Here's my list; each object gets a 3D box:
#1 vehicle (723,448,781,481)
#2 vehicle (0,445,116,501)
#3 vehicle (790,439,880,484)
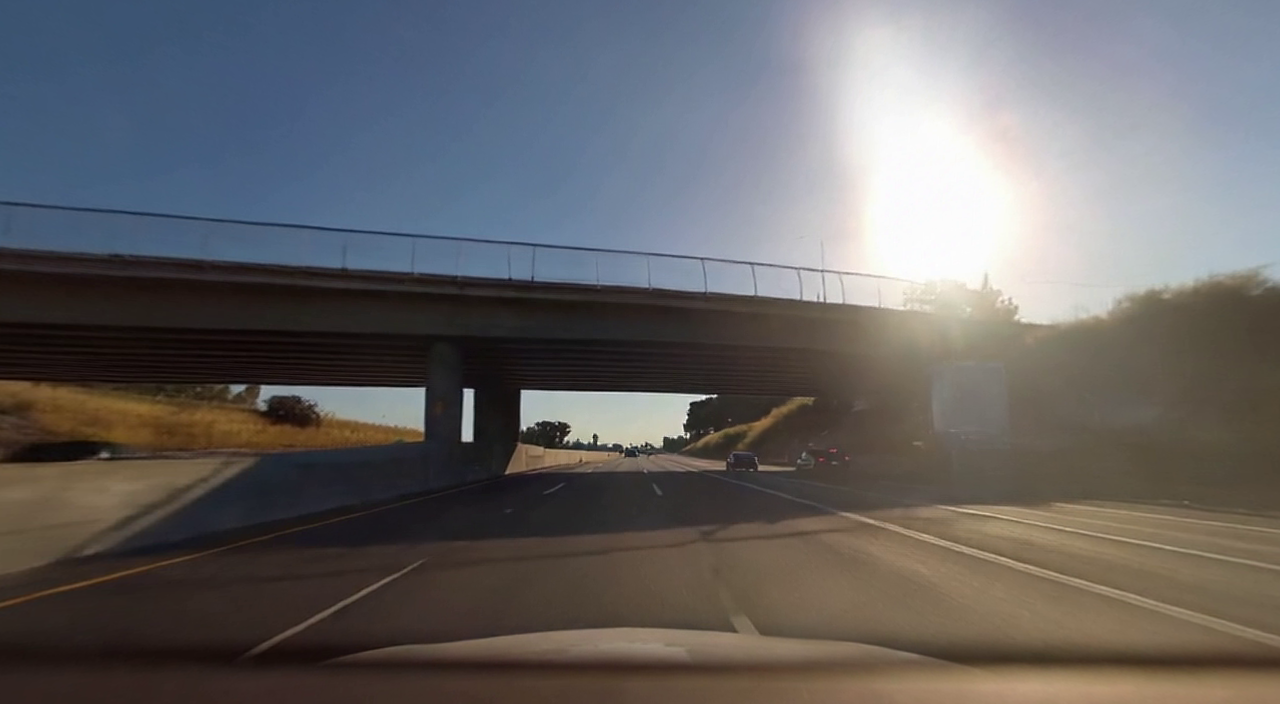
[{"bbox_3d":[5.594,5.665,32.002,2.053,1.553,4.463,0,-9,-1],"label":"vehicle"},{"bbox_3d":[-22.441,4.285,22.594,2.389,1.855,5.634,0,-9,0],"label":"vehicle"},{"bbox_3d":[9.126,5.183,30.121,2.387,1.936,5.646,0,-9,-1],"label":"vehicle"}]
